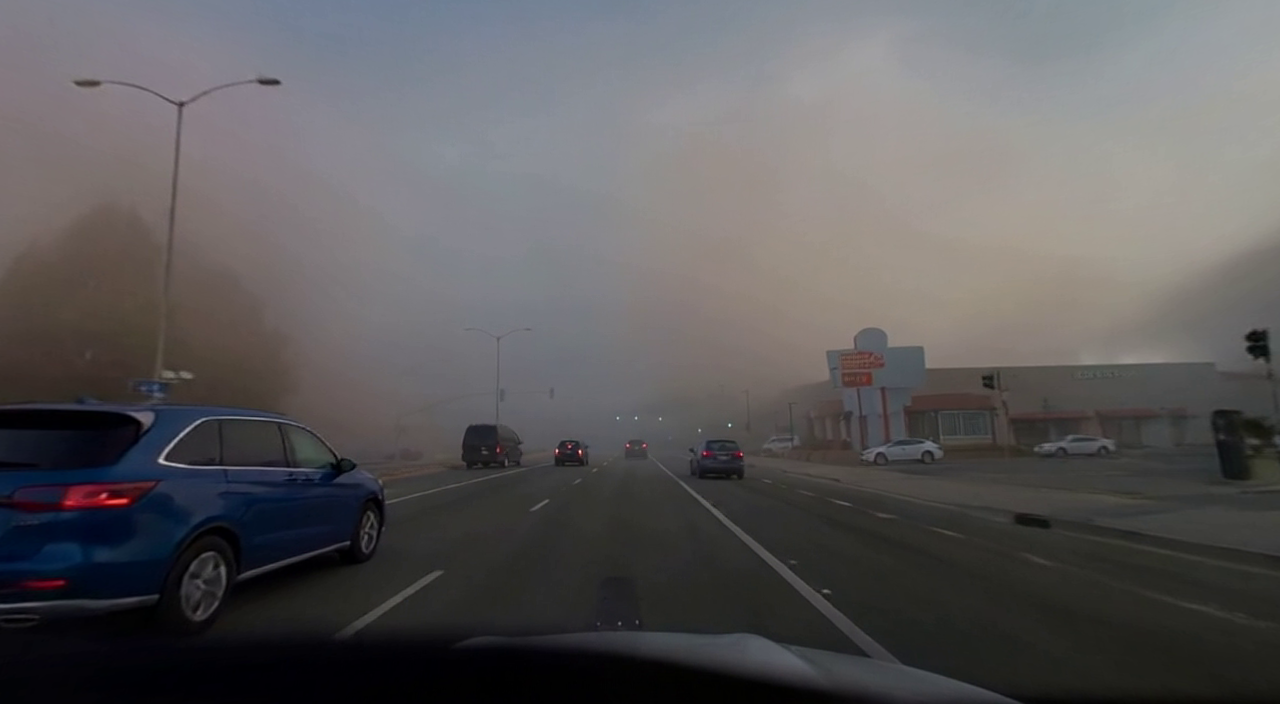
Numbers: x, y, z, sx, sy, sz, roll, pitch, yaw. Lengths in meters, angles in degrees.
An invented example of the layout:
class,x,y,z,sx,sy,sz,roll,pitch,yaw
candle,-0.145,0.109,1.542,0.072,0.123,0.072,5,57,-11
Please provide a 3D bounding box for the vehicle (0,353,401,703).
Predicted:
class,x,y,z,sx,sy,sz,roll,pitch,yaw
vehicle,-3.846,1.191,5.235,2.038,1.748,4.303,0,-9,-1

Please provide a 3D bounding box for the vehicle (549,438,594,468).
class,x,y,z,sx,sy,sz,roll,pitch,yaw
vehicle,-4.050,6.102,38.087,2.133,1.677,4.727,0,-9,1

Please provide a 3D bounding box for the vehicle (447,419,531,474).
class,x,y,z,sx,sy,sz,roll,pitch,yaw
vehicle,-7.688,4.936,32.961,2.863,2.592,6.410,0,-9,-1

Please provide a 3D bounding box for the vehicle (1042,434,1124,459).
class,x,y,z,sx,sy,sz,roll,pitch,yaw
vehicle,27.739,5.968,39.645,1.768,1.460,4.677,0,-9,0

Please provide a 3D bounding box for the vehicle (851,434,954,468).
class,x,y,z,sx,sy,sz,roll,pitch,yaw
vehicle,14.414,5.466,34.779,4.626,1.562,2.159,-2,-9,-2

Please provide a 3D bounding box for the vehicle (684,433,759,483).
class,x,y,z,sx,sy,sz,roll,pitch,yaw
vehicle,3.121,4.193,25.146,2.167,1.792,4.835,0,-9,-2
